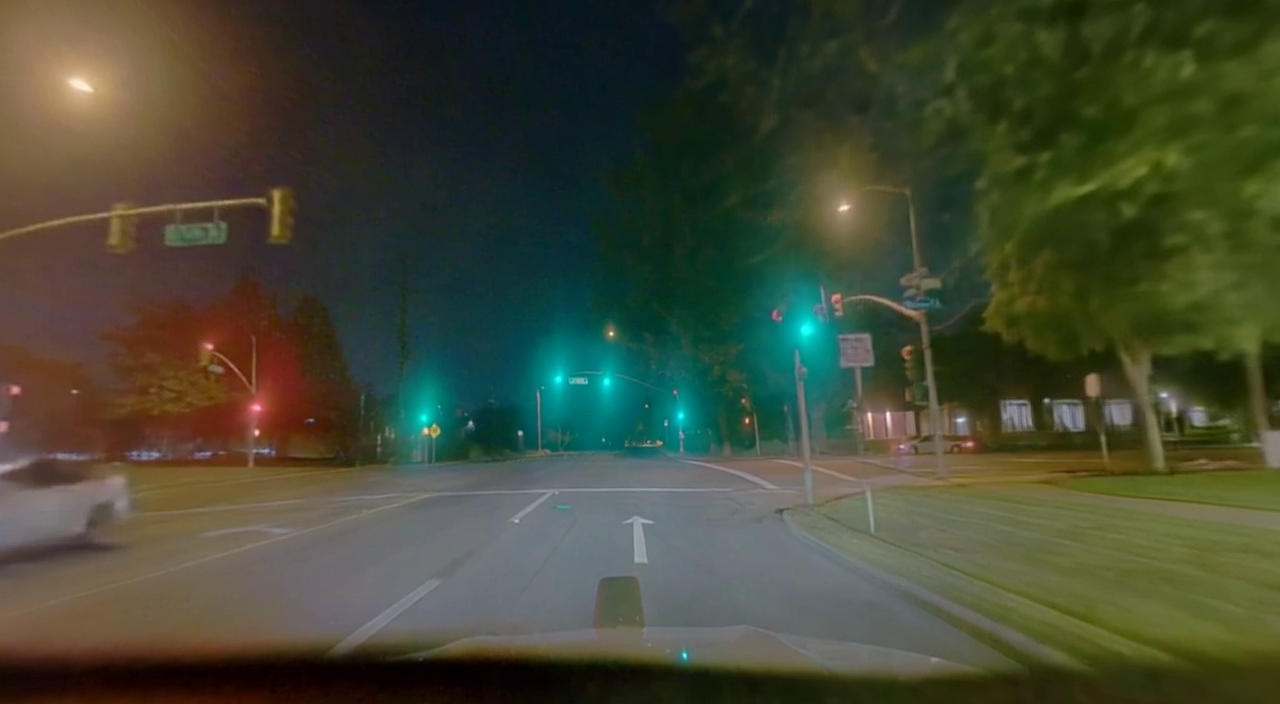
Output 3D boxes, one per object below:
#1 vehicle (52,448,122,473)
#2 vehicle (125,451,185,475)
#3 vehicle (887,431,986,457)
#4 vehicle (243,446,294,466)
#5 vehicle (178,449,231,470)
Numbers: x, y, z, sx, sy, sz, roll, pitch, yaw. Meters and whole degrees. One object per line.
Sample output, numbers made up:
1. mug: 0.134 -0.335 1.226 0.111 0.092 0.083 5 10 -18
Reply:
1. vehicle: -38.812 7.601 44.461 1.959 1.590 4.105 2 -9 -15
2. vehicle: -34.745 7.918 45.363 2.000 1.582 4.063 3 -9 -16
3. vehicle: 16.905 5.286 36.213 4.720 1.410 1.784 -1 -8 9
4. vehicle: -27.648 7.738 47.143 1.665 1.386 4.012 1 -8 -6
5. vehicle: -31.929 7.891 46.457 1.816 1.423 4.126 2 -9 -14
